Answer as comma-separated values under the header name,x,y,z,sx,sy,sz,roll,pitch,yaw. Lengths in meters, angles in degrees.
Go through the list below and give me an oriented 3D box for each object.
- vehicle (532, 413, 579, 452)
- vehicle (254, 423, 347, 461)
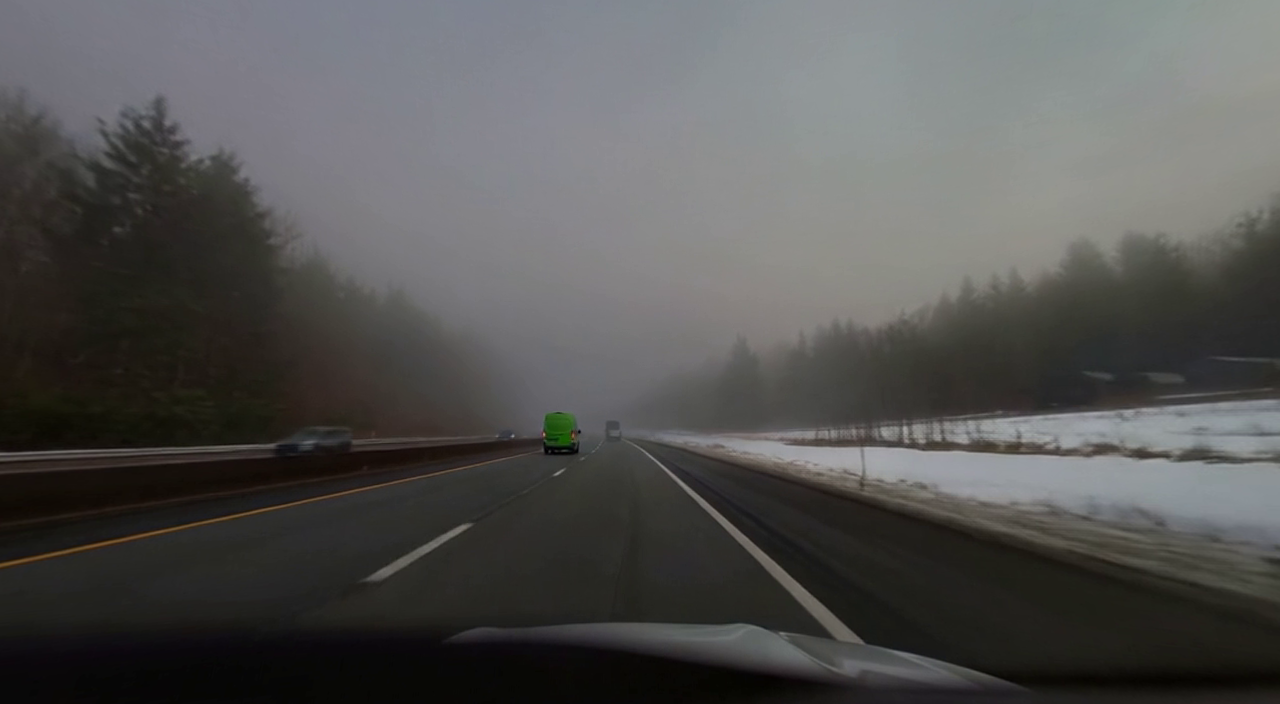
name,x,y,z,sx,sy,sz,roll,pitch,yaw
vehicle,-5.737,5.615,43.628,2.561,2.509,5.465,0,-8,-1
vehicle,-15.478,4.117,28.925,1.875,1.585,4.297,0,-8,0
